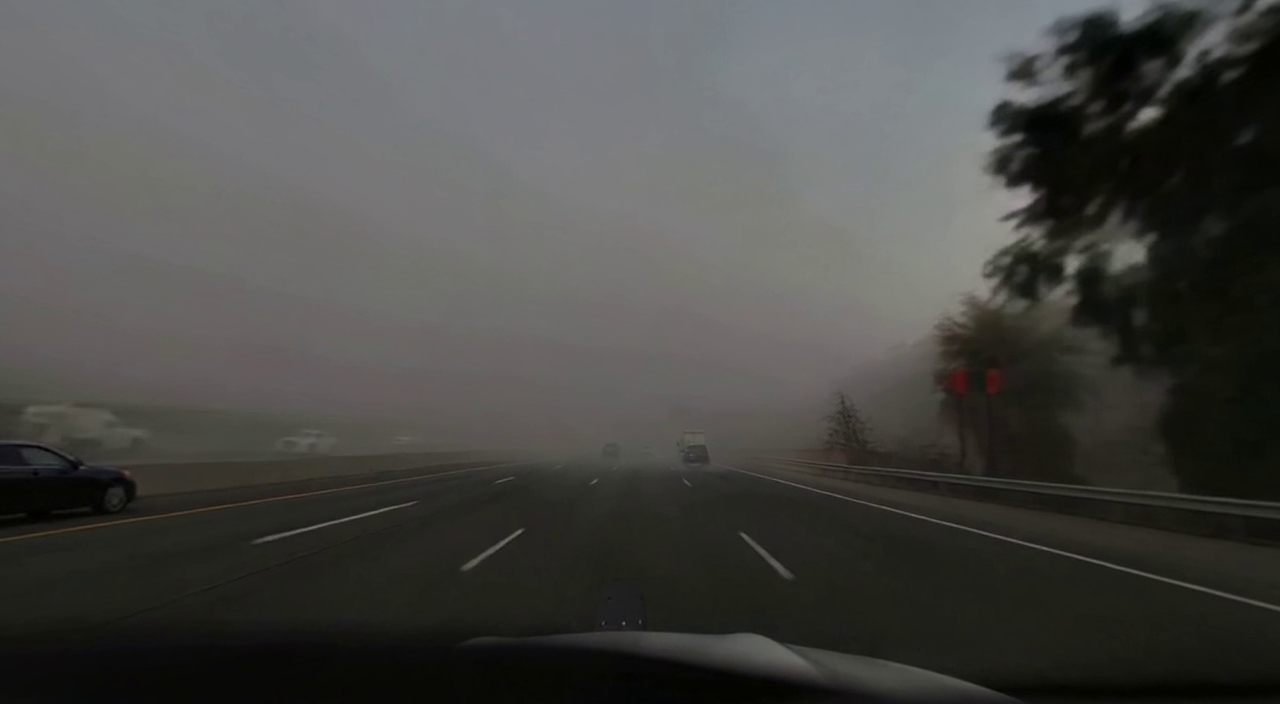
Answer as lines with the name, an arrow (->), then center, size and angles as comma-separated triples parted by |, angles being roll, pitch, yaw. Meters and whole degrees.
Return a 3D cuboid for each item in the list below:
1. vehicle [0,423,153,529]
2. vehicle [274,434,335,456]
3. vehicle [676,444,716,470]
vehicle -> -11.237, 2.104, 10.891 | 1.995, 1.682, 4.516 | 0, -8, 1
vehicle -> -24.199, 6.733, 45.632 | 1.922, 1.544, 4.340 | 0, -8, 1
vehicle -> 3.413, 6.526, 39.410 | 2.059, 1.509, 4.670 | 0, -8, 0
